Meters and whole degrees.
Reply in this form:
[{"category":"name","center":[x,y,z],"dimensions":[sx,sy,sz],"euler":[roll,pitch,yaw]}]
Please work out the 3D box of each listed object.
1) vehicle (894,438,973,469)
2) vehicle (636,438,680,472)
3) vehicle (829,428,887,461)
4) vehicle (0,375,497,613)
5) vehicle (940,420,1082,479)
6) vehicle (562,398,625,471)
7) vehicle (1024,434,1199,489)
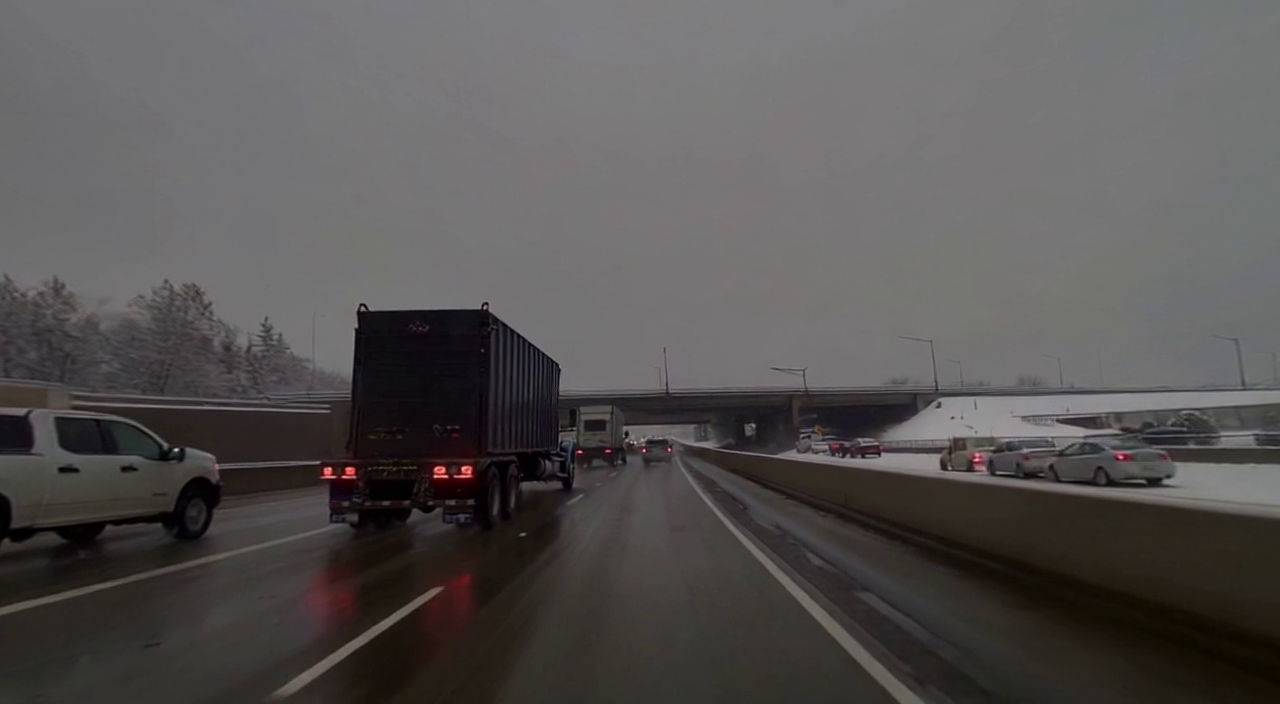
[{"category":"vehicle","center":[14.705,5.113,31.821],"dimensions":[2.020,1.439,4.440],"euler":[-1,-9,3]},{"category":"vehicle","center":[0.961,5.408,33.203],"dimensions":[2.178,1.640,4.071],"euler":[-1,-9,2]},{"category":"vehicle","center":[15.649,6.717,45.579],"dimensions":[2.341,2.228,5.669],"euler":[-1,-9,3]},{"category":"vehicle","center":[-3.428,1.363,6.613],"dimensions":[2.896,1.779,3.441],"euler":[-1,-9,3]},{"category":"vehicle","center":[14.378,3.853,24.989],"dimensions":[2.241,2.052,5.864],"euler":[-1,-9,3]},{"category":"vehicle","center":[-2.626,5.213,39.128],"dimensions":[3.073,3.894,9.782],"euler":[0,-9,1]},{"category":"vehicle","center":[14.099,3.293,19.287],"dimensions":[1.859,1.452,4.749],"euler":[-1,-9,3]}]
